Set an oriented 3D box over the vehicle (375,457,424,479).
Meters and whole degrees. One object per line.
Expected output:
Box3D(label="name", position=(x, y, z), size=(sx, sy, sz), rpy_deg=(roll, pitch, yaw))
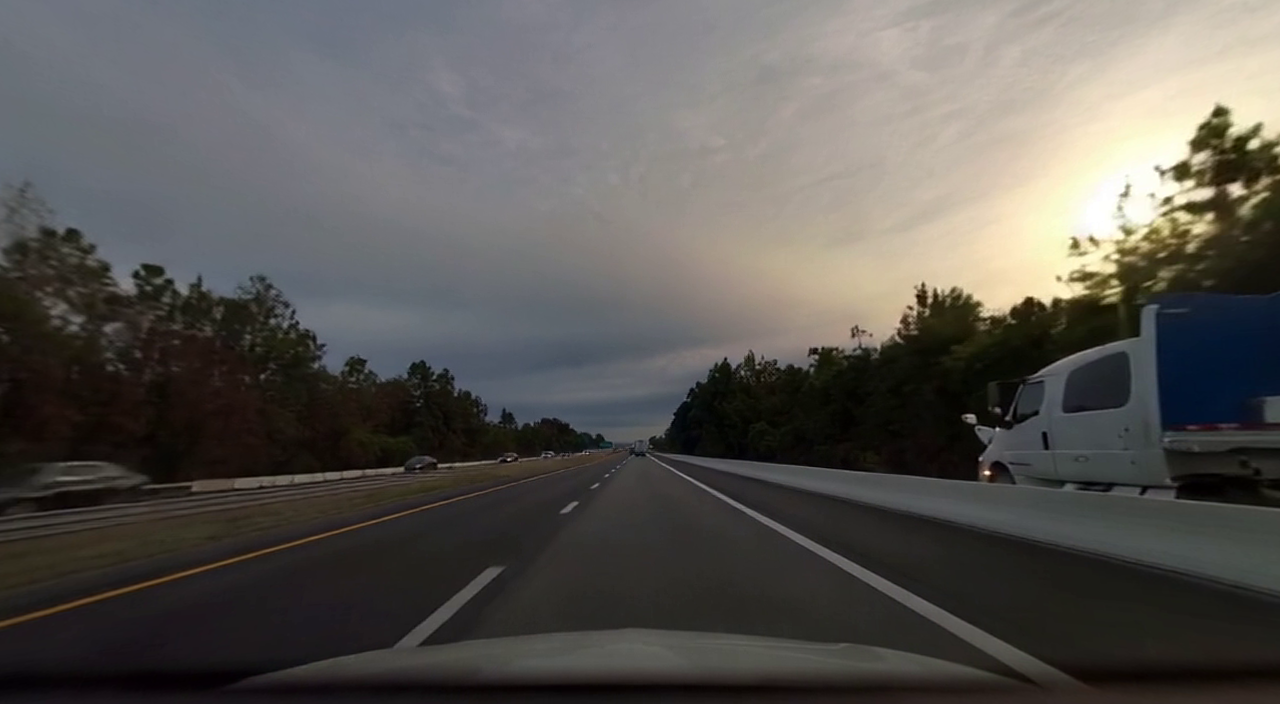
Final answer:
Box3D(label="vehicle", position=(-17.313, 8.361, 45.588), size=(1.822, 1.452, 4.492), rpy_deg=(0, -9, 0))
